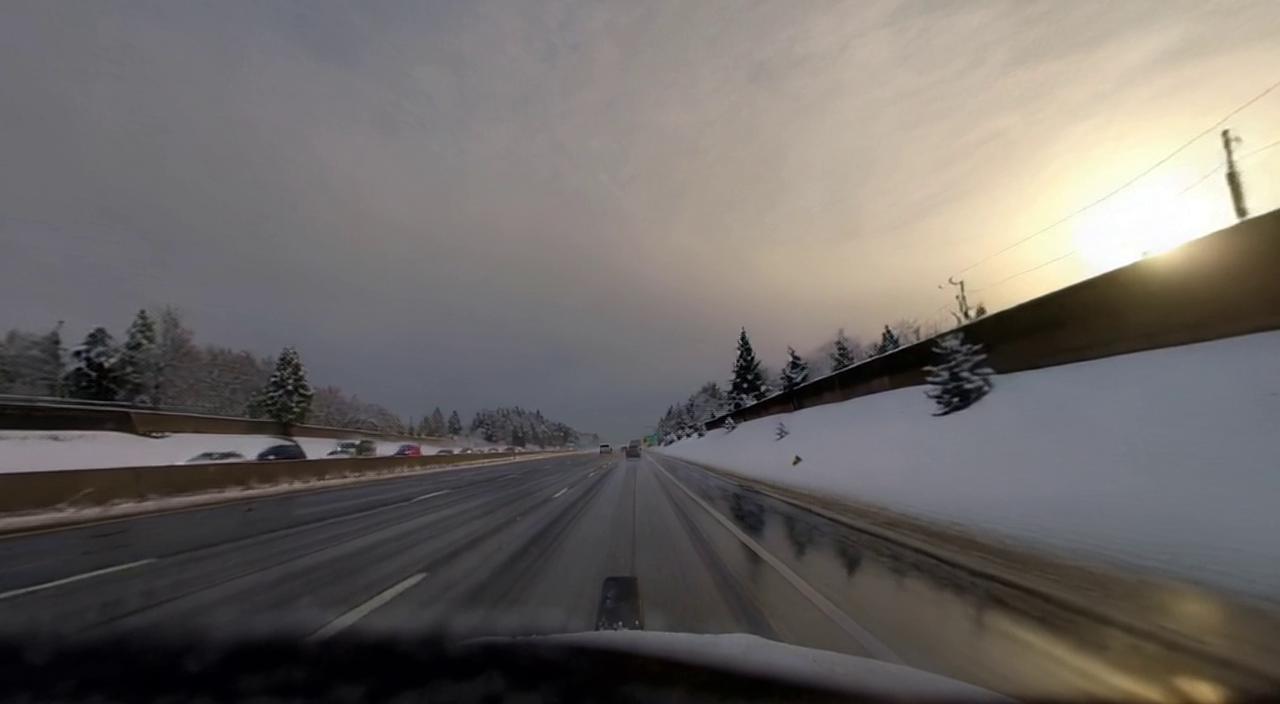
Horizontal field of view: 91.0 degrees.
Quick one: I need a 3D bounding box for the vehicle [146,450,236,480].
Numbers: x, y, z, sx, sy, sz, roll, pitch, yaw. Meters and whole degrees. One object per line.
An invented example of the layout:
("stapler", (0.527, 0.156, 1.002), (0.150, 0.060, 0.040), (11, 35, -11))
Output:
("vehicle", (-26.405, 6.634, 37.266), (1.878, 1.595, 4.589), (0, -9, 0))
